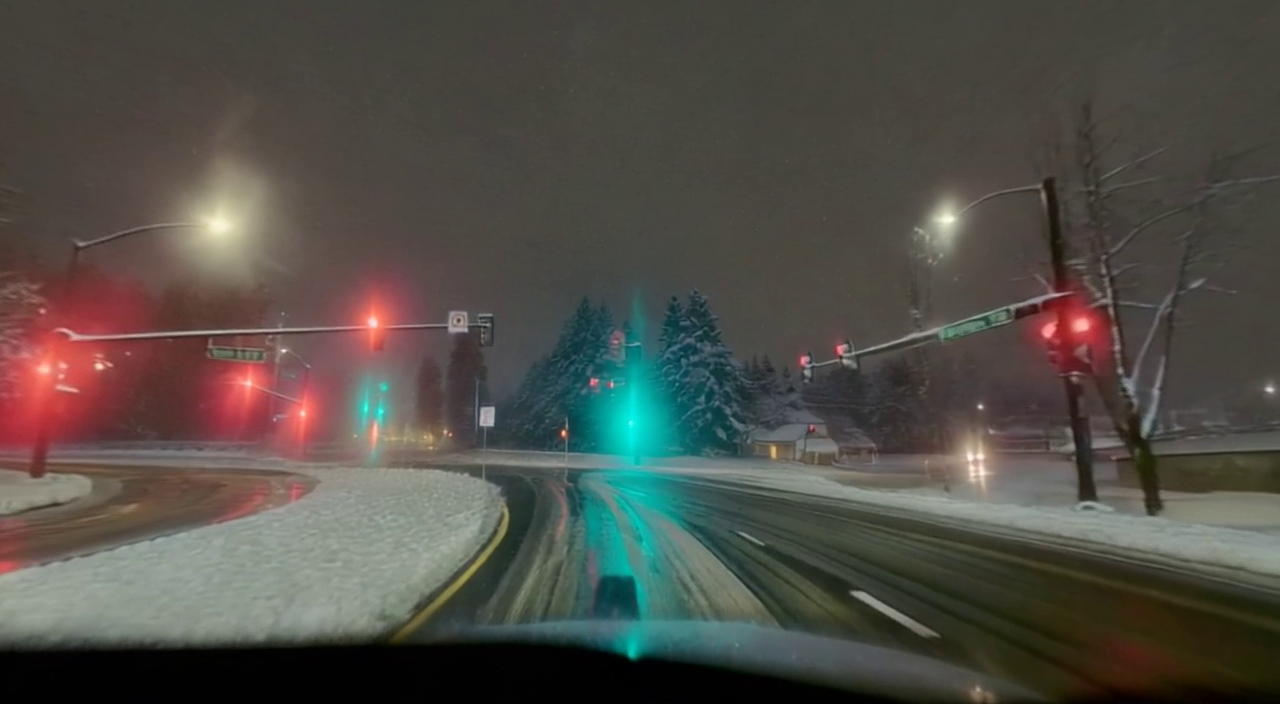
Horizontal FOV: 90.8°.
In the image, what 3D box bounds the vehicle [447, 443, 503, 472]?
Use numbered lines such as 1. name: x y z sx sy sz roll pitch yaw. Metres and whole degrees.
1. vehicle: -9.321 5.895 35.496 2.163 1.537 4.368 4 -10 -26
